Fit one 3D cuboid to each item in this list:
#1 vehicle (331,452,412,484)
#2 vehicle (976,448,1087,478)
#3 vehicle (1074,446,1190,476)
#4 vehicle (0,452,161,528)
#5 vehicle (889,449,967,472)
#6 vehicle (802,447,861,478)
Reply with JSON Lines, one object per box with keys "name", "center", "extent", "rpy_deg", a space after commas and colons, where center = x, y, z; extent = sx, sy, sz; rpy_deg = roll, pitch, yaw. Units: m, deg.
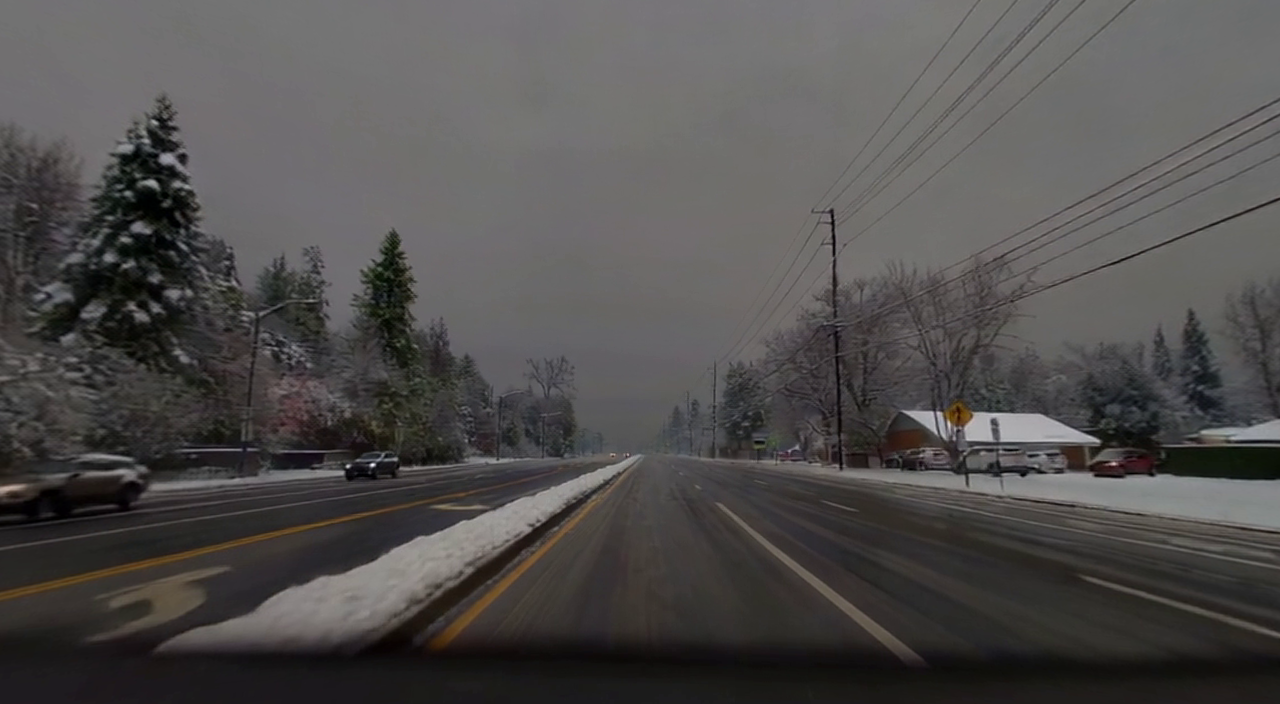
{"name": "vehicle", "center": [-13.767, 5.944, 32.631], "extent": [2.047, 1.467, 4.611], "rpy_deg": [0, -8, 1]}
{"name": "vehicle", "center": [20.694, 5.869, 33.447], "extent": [4.664, 1.504, 1.816], "rpy_deg": [0, -8, 1]}
{"name": "vehicle", "center": [25.610, 5.706, 32.922], "extent": [4.368, 1.394, 1.983], "rpy_deg": [1, -10, 1]}
{"name": "vehicle", "center": [-13.978, 3.118, 14.682], "extent": [1.902, 1.470, 4.678], "rpy_deg": [0, -8, 1]}
{"name": "vehicle", "center": [19.969, 7.517, 43.873], "extent": [4.643, 1.520, 1.894], "rpy_deg": [-3, -8, 18]}
{"name": "vehicle", "center": [12.174, 7.043, 40.443], "extent": [2.182, 1.768, 4.904], "rpy_deg": [0, -8, 0]}
